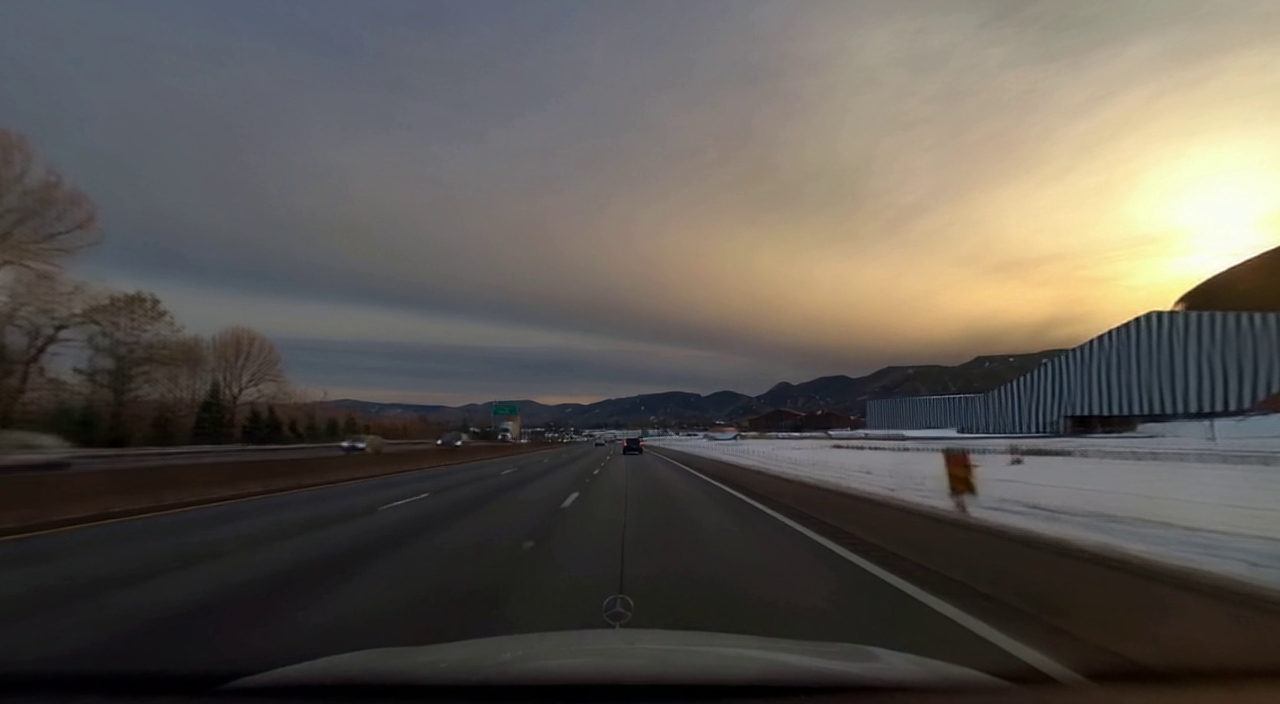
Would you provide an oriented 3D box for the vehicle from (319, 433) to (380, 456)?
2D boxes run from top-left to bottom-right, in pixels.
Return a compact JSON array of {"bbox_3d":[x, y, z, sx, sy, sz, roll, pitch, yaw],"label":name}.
[{"bbox_3d":[-19.763,6.324,43.060,2.081,1.507,4.533,0,-8,-1],"label":"vehicle"}]
